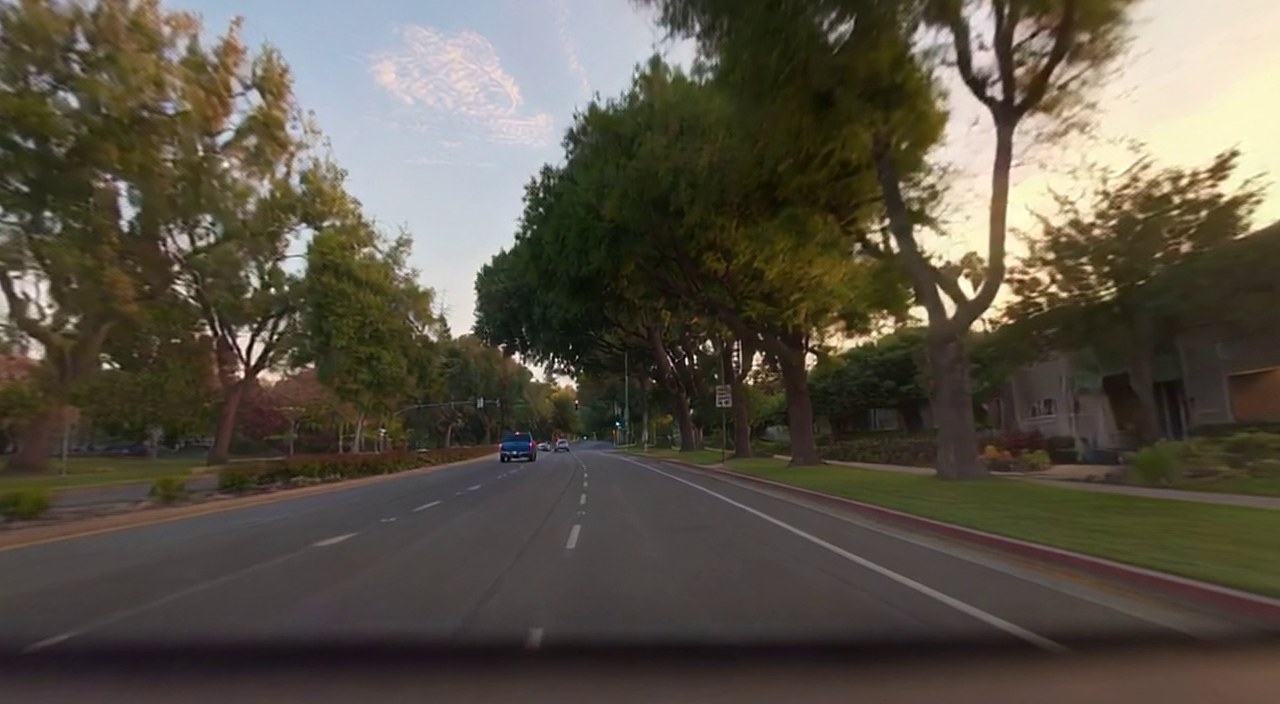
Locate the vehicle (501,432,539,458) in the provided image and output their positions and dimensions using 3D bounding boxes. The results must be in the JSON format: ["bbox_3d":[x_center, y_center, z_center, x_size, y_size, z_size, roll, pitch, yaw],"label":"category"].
[{"bbox_3d":[-9.086,7.087,48.165,2.267,1.849,6.402,1,-9,-6],"label":"vehicle"}]
